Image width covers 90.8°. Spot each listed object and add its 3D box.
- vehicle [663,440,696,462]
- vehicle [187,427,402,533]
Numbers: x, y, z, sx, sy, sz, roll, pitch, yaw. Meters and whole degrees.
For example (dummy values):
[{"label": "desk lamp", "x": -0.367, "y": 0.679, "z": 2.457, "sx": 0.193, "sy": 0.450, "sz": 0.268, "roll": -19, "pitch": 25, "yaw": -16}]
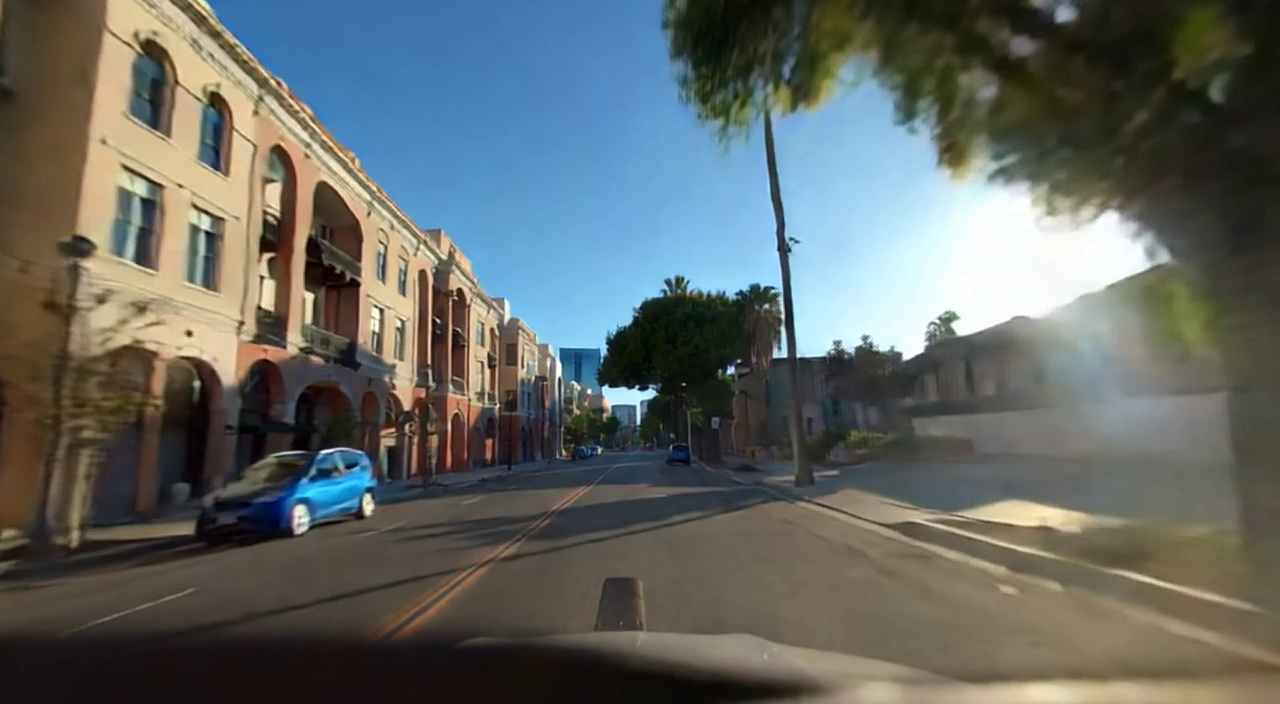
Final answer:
[{"label": "vehicle", "x": 2.856, "y": 7.278, "z": 46.510, "sx": 1.985, "sy": 1.543, "sz": 4.112, "roll": 0, "pitch": -8, "yaw": -2}, {"label": "vehicle", "x": -6.621, "y": 2.499, "z": 12.819, "sx": 1.946, "sy": 1.640, "sz": 4.430, "roll": -3, "pitch": -9, "yaw": -1}]
